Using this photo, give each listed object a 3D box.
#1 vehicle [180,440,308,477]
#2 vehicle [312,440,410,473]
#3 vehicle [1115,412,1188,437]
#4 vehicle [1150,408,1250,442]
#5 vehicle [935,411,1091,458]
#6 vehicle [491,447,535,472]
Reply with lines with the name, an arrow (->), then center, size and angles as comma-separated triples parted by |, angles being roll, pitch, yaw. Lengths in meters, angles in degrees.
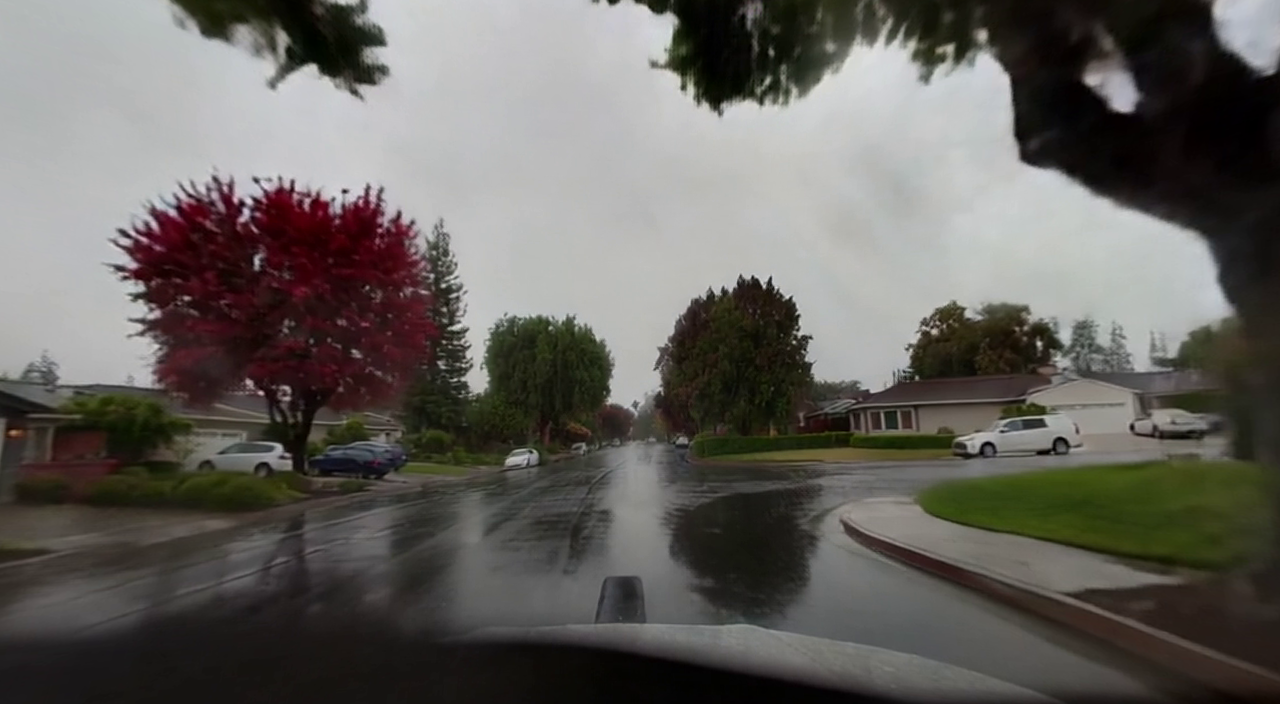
vehicle -> -18.483, 5.002, 29.651 | 1.829, 1.584, 4.748 | -5, -10, 27
vehicle -> -16.147, 6.077, 36.621 | 4.683, 1.849, 2.044 | 0, -9, -5
vehicle -> 35.258, 5.068, 43.521 | 1.971, 1.581, 4.495 | -2, -9, 12
vehicle -> 34.346, 4.534, 38.772 | 2.029, 1.747, 4.373 | 0, -11, 0
vehicle -> 17.569, 3.954, 29.795 | 6.088, 2.084, 2.337 | 1, -10, -9
vehicle -> -8.313, 7.075, 41.664 | 2.040, 1.525, 5.212 | 0, -9, -2
